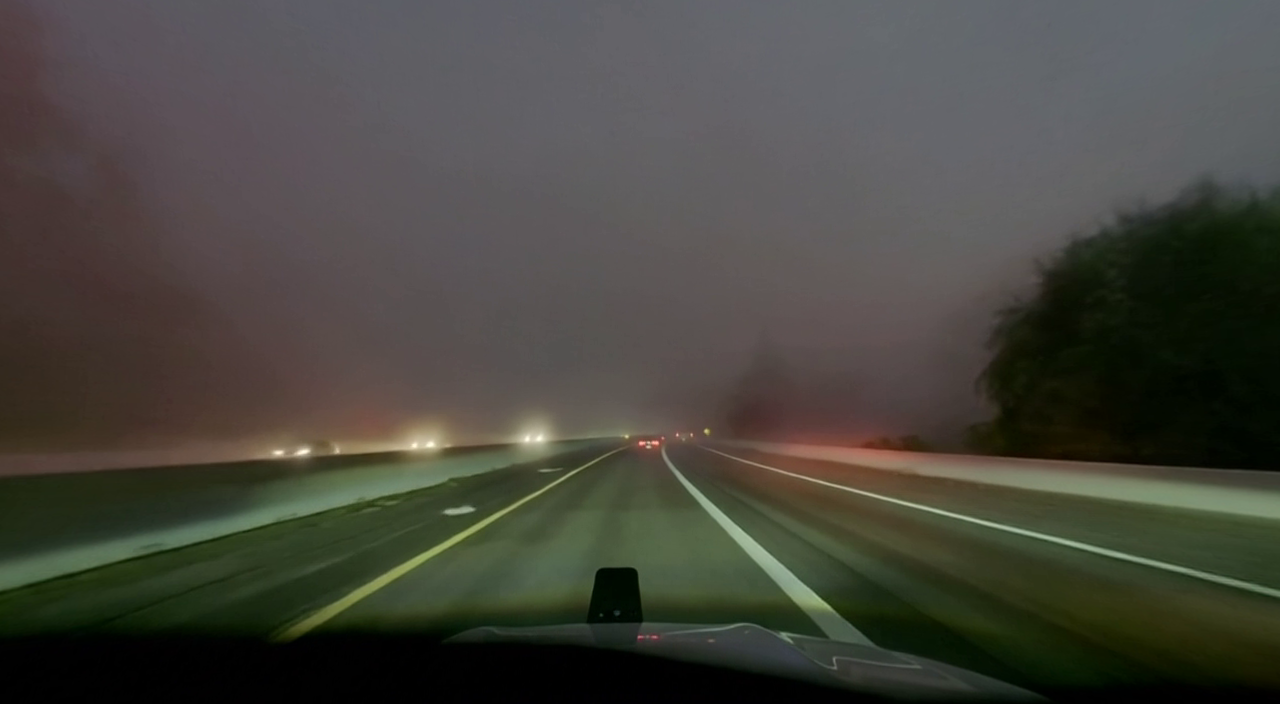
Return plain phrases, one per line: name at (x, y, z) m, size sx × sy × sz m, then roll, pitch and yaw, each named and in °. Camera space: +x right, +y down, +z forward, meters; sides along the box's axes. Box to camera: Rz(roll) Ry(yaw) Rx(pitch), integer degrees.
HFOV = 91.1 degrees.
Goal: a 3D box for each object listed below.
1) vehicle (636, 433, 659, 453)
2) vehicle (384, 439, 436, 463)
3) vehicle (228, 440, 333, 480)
vehicle at (0.582, 7.173, 49.650) m, size 1.771 × 1.480 × 3.781 m, roll 0°, pitch -8°, yaw 0°
vehicle at (-14.936, 6.434, 41.051) m, size 1.833 × 1.448 × 4.087 m, roll 0°, pitch -8°, yaw 0°
vehicle at (-15.409, 4.616, 27.261) m, size 1.963 × 1.491 × 4.329 m, roll -1°, pitch -8°, yaw 1°
